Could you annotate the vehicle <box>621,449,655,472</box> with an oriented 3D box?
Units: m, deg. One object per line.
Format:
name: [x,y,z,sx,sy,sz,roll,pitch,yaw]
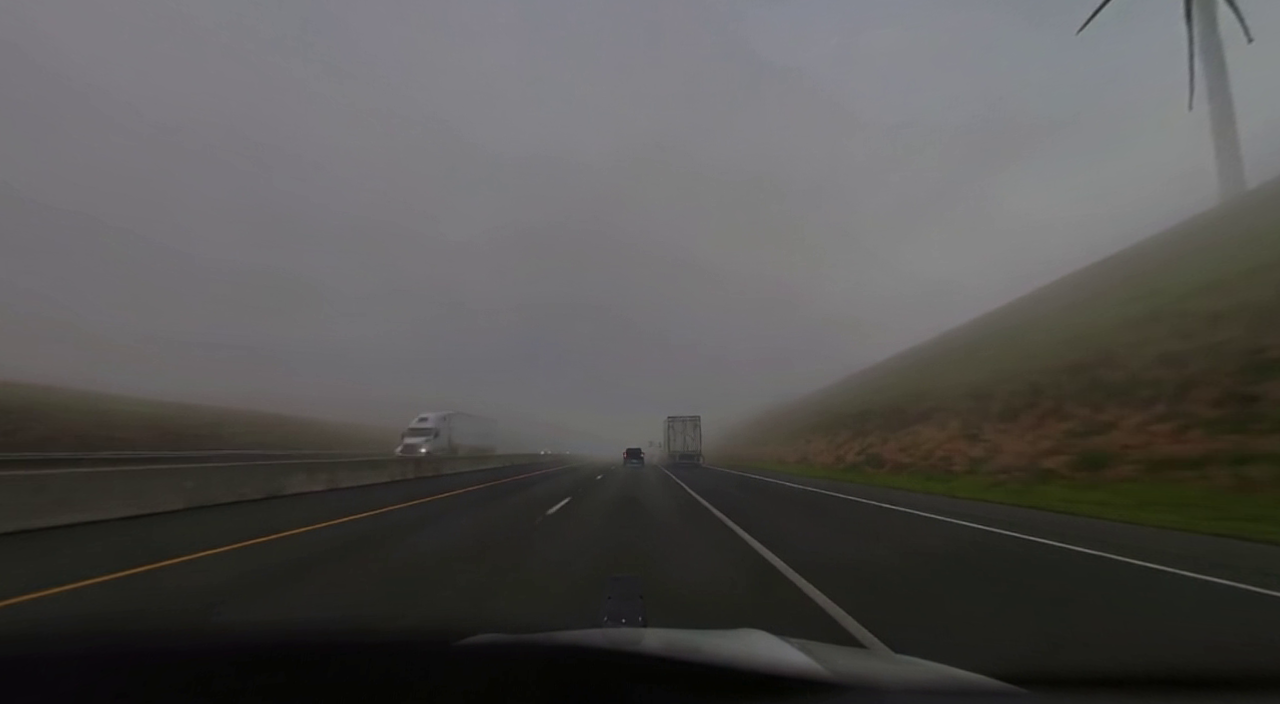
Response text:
vehicle: [-0.144,7.307,42.589,2.209,1.453,3.695,0,-9,0]

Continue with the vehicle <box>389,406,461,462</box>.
vehicle: [-15.734,6.130,46.568,3.185,3.867,5.948,0,-9,-1]
